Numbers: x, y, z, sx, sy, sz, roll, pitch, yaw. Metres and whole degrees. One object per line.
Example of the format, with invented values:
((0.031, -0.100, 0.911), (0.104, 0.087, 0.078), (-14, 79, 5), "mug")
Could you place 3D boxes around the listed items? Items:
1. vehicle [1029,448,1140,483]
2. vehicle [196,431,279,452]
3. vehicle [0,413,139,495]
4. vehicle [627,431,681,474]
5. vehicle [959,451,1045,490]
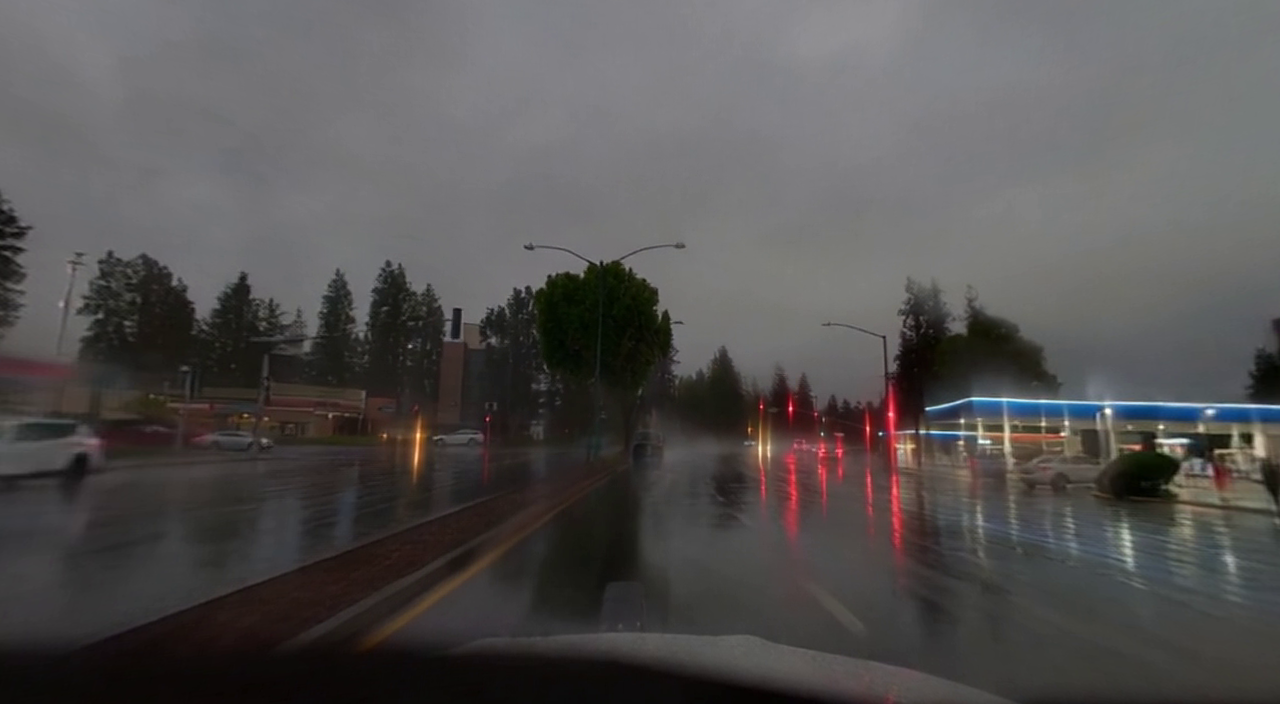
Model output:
((22.068, 5.618, 31.413), (4.331, 1.604, 1.858), (1, -9, -10), "vehicle")
((-29.869, 6.667, 46.964), (4.749, 1.463, 1.871), (1, -9, -10), "vehicle")
((-12.744, 2.029, 12.599), (2.027, 1.486, 4.105), (0, -9, 2), "vehicle")
((0.594, 4.163, 26.288), (2.055, 1.655, 4.204), (0, -9, 2), "vehicle")
((15.555, 5.068, 27.414), (2.099, 1.464, 4.615), (-3, -9, 16), "vehicle")
